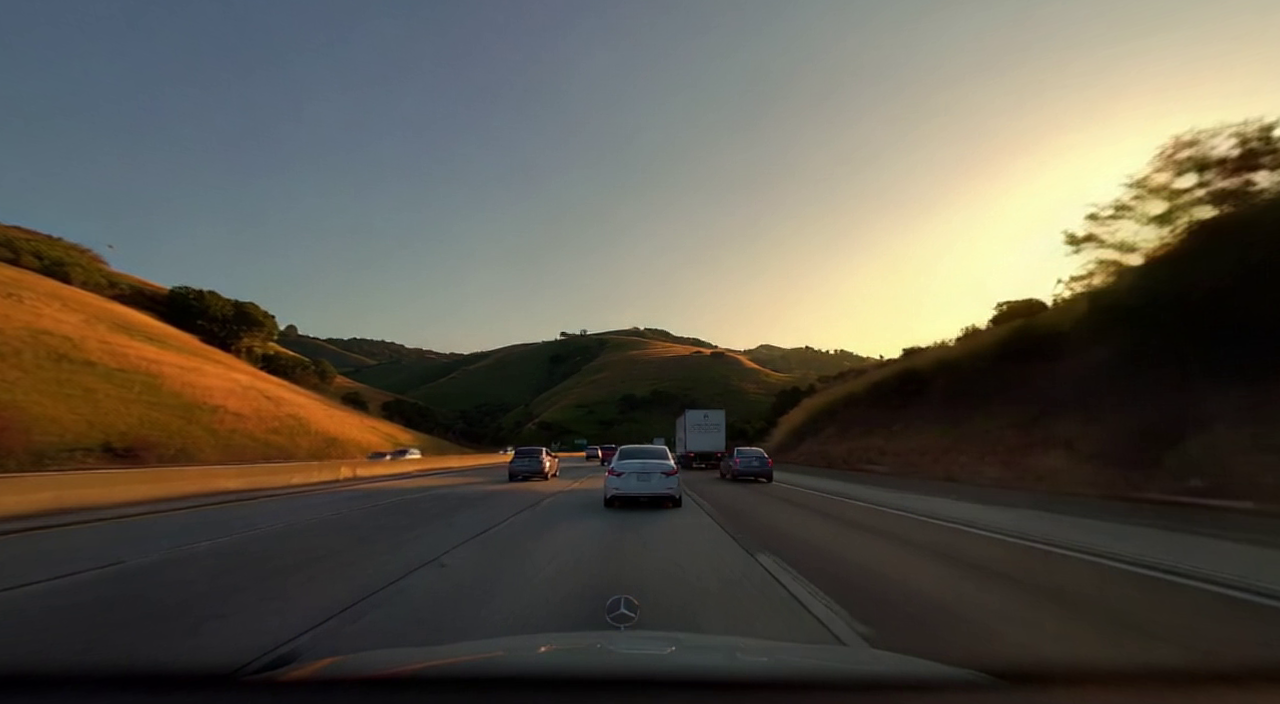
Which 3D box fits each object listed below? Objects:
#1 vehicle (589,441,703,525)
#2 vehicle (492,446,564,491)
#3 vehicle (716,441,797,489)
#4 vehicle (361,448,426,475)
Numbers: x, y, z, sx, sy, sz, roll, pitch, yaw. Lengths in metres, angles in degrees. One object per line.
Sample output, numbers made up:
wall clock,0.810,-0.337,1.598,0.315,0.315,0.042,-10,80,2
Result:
vehicle,0.106,2.641,13.198,2.041,1.484,3.535,0,-9,0
vehicle,-4.013,4.225,23.200,1.848,1.486,3.832,-1,-9,2
vehicle,4.117,4.082,23.052,2.029,1.579,4.484,0,-9,-1
vehicle,-15.157,6.739,39.042,1.959,1.574,4.844,0,-9,1
